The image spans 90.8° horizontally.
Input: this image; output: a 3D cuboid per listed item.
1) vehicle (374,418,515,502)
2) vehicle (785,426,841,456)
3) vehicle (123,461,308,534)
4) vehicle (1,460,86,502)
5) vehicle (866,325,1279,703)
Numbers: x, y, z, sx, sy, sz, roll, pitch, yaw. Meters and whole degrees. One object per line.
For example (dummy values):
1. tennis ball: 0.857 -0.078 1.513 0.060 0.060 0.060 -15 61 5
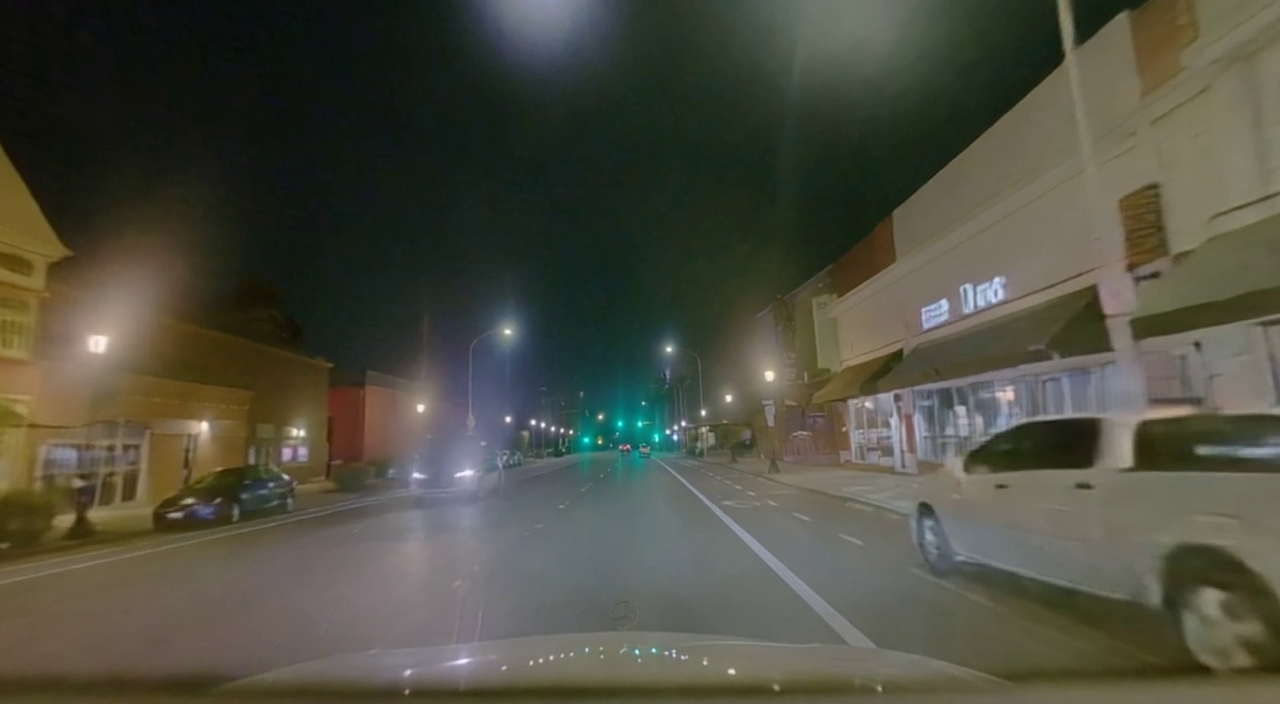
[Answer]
1. vehicle: -5.446 3.125 18.687 2.267 2.070 5.719 0 -8 1
2. vehicle: 12.414 6.490 45.699 2.532 1.997 5.001 1 -9 -1
3. vehicle: -10.478 3.578 16.080 1.846 1.463 4.206 0 -8 -1
4. vehicle: -26.560 5.668 28.076 4.394 1.609 1.971 -7 -11 38
5. vehicle: 4.132 1.205 5.319 2.310 1.933 5.798 0 -8 0
